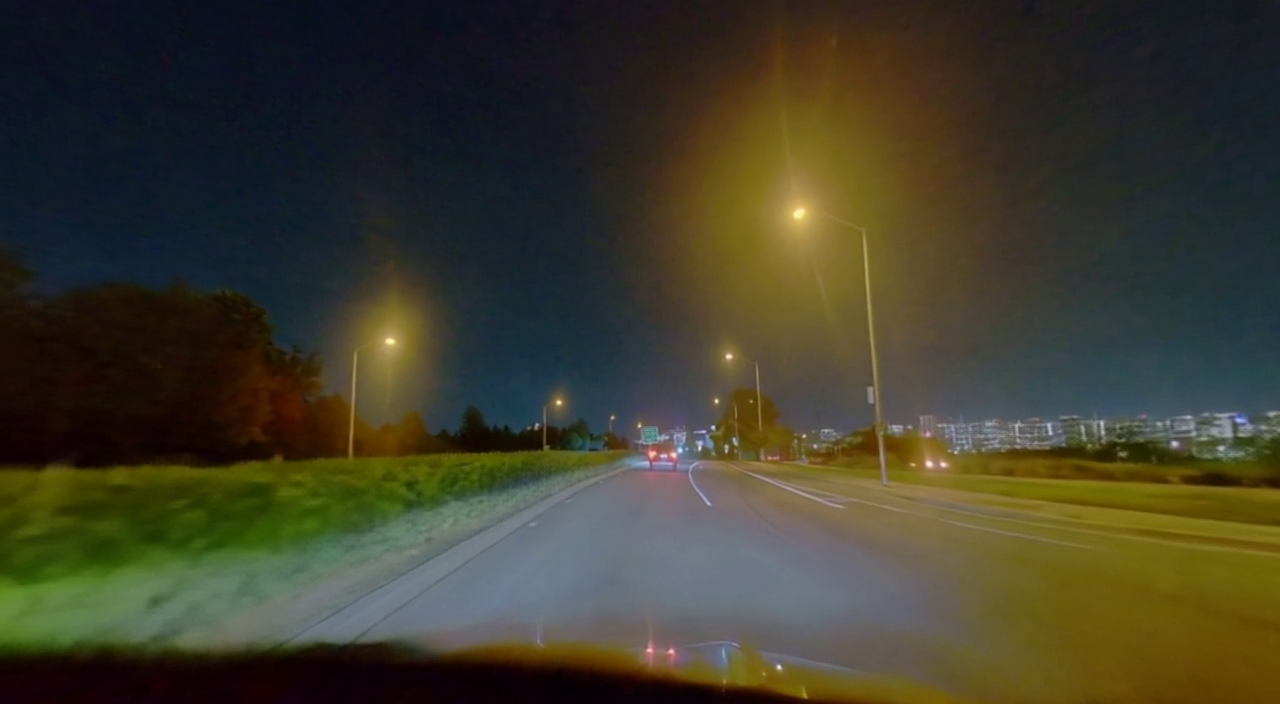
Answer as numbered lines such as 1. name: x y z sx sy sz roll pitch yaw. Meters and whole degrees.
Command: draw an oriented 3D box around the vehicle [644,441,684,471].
1. vehicle: 1.365 5.840 35.635 2.158 1.600 3.865 0 -8 2
